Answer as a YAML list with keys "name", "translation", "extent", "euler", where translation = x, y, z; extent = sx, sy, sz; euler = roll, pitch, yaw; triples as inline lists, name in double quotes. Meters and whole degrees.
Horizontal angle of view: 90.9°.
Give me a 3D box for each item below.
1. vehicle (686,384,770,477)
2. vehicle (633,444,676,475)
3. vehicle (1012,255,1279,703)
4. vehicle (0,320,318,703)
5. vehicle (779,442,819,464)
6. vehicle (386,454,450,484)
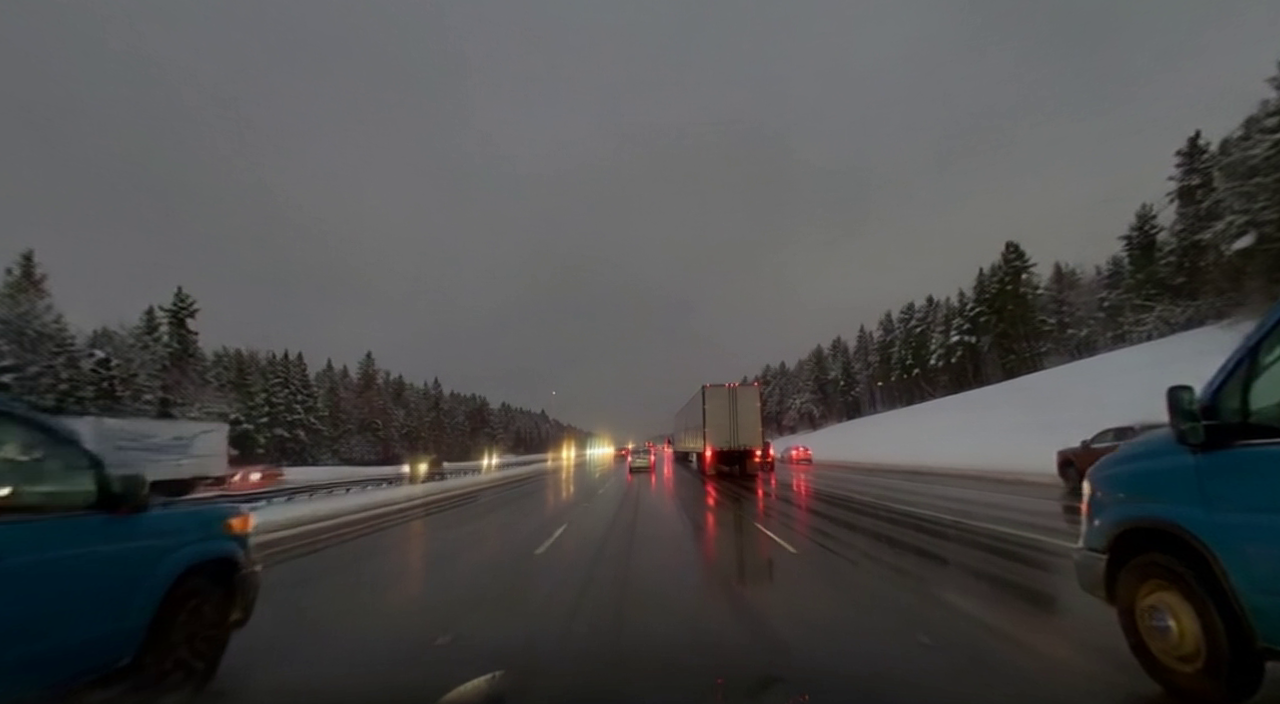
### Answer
- name: "vehicle"
  translation: [4.342, 4.401, 34.158]
  extent: [2.821, 4.077, 12.562]
  euler: [0, -9, 1]
- name: "vehicle"
  translation: [0.704, 5.536, 32.733]
  extent: [2.063, 1.469, 4.208]
  euler: [0, -9, 0]
- name: "vehicle"
  translation: [3.760, 0.448, 1.281]
  extent: [2.441, 2.017, 5.739]
  euler: [0, -9, 0]
- name: "vehicle"
  translation: [-3.180, 0.721, 1.620]
  extent: [2.237, 1.745, 4.575]
  euler: [0, -9, 1]
- name: "vehicle"
  translation: [11.439, 7.289, 45.589]
  extent: [1.876, 1.552, 3.640]
  euler: [0, -9, 0]
- name: "vehicle"
  translation: [-12.473, 6.571, 35.723]
  extent: [1.911, 1.488, 4.387]
  euler: [0, -9, 1]
